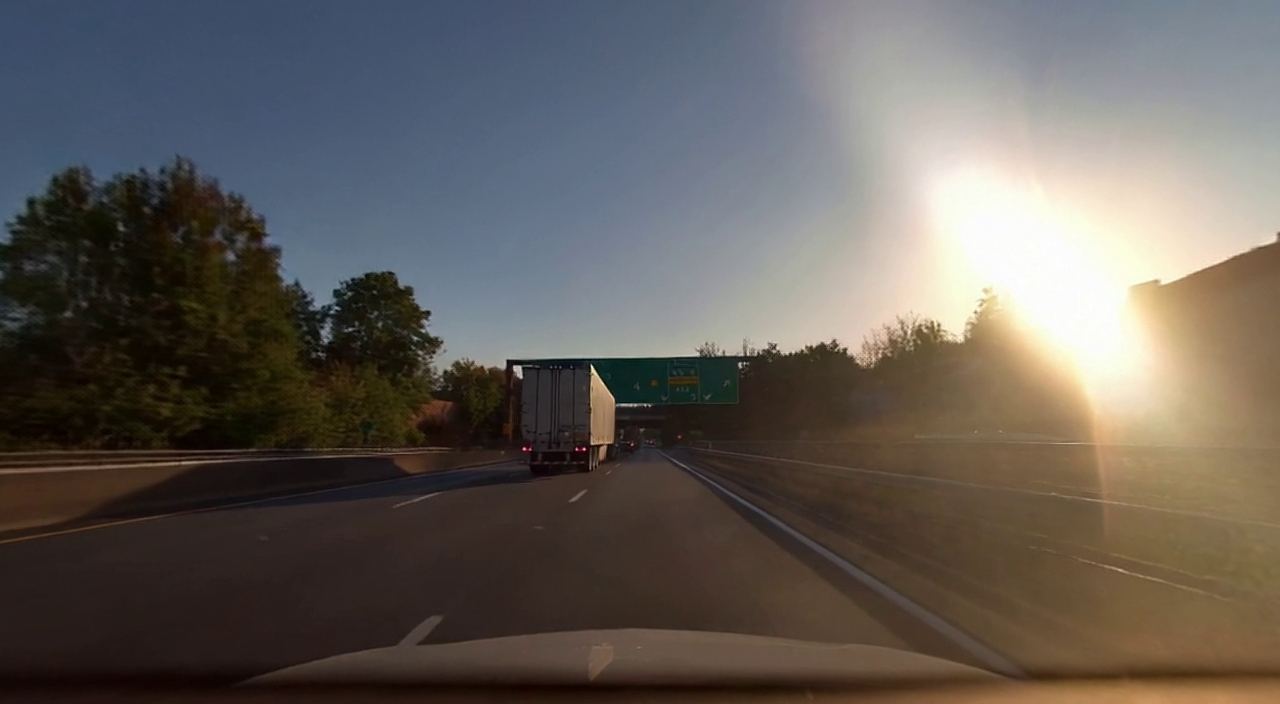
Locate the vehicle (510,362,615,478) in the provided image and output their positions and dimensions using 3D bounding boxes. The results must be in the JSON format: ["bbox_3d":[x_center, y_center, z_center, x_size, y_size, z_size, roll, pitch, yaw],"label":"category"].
[{"bbox_3d":[-2.987,3.388,29.228,2.947,4.051,14.256,0,-8,1],"label":"vehicle"}]
